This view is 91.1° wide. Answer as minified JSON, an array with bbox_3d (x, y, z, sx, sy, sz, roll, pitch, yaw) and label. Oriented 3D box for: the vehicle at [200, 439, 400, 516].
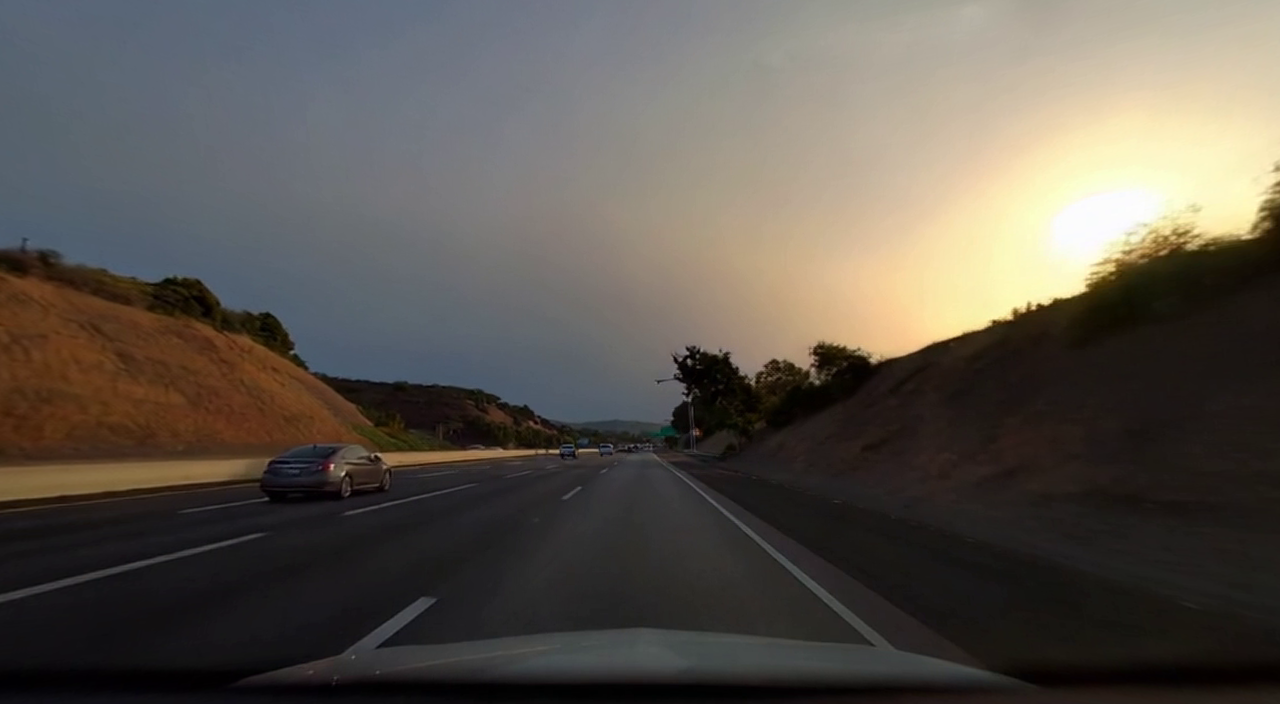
[{"bbox_3d":[-7.449,2.768,14.436,1.949,1.465,4.563,0,-8,1],"label":"vehicle"}]
